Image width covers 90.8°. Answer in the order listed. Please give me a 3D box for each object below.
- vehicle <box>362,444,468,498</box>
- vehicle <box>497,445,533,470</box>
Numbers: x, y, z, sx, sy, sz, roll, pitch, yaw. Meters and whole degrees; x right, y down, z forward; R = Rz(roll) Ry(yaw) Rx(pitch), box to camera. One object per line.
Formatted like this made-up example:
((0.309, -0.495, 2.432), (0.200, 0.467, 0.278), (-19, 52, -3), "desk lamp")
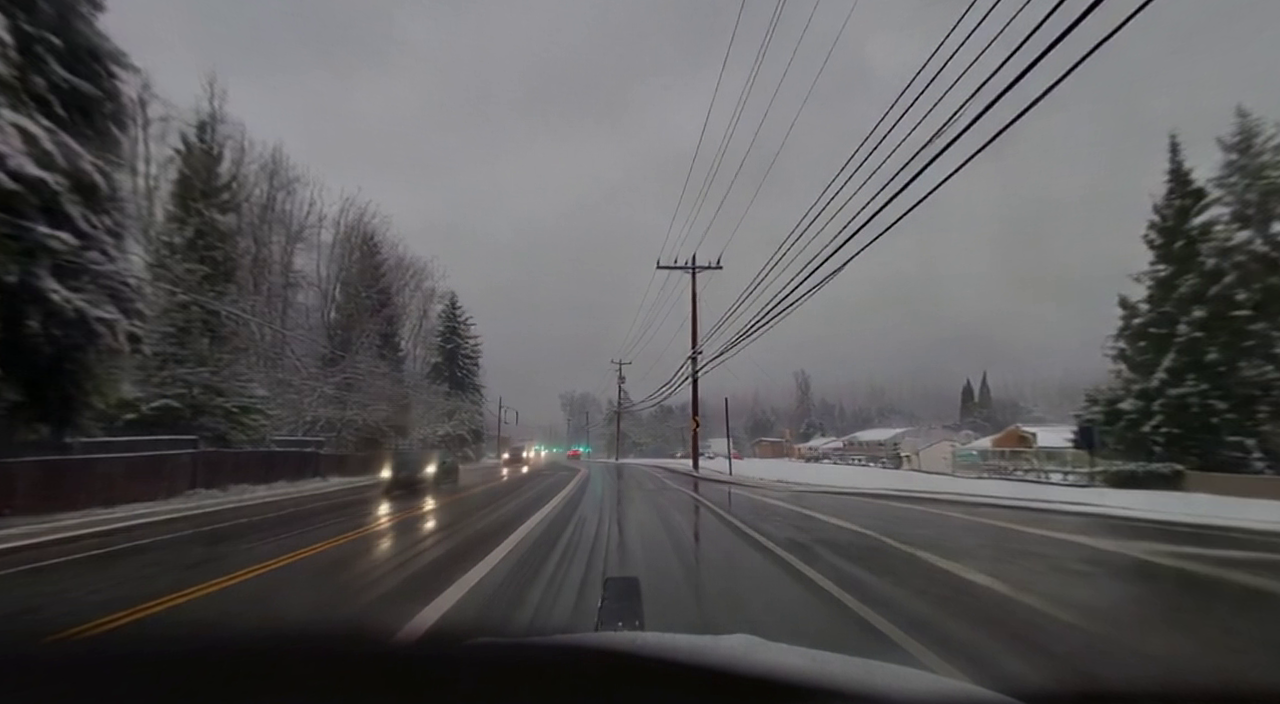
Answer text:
((-6.869, 3.633, 19.816), (1.883, 1.474, 4.450), (0, -8, -3), "vehicle")
((-9.094, 7.675, 46.294), (2.116, 1.672, 4.438), (1, -8, -5), "vehicle")
